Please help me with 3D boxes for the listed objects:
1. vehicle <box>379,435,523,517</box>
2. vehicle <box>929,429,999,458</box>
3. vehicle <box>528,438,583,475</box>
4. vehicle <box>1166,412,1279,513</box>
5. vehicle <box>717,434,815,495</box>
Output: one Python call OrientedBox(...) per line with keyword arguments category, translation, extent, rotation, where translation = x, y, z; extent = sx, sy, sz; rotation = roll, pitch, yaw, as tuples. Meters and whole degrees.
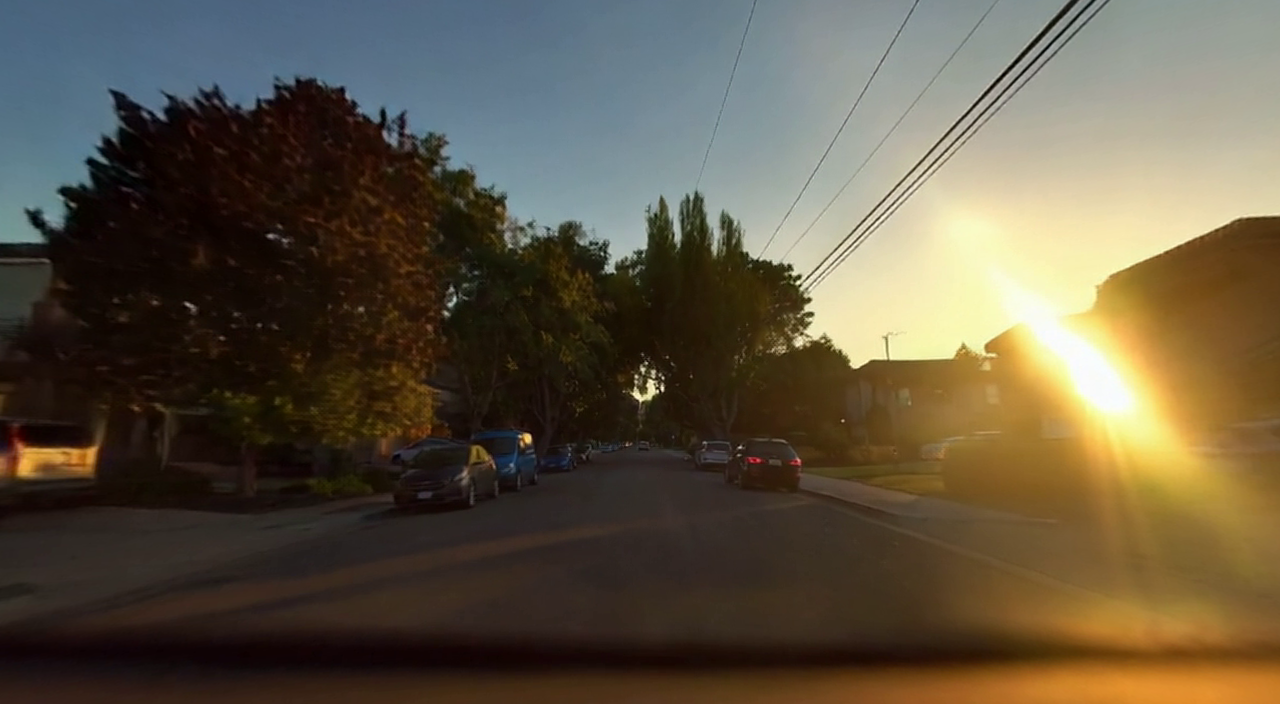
OrientedBox(category="vehicle", translation=(-4.560, 3.002, 16.112), extent=(2.116, 1.659, 4.832), rotation=(-3, -7, 1))
OrientedBox(category="vehicle", translation=(19.459, 5.535, 38.181), extent=(2.086, 1.658, 4.154), rotation=(0, -8, 2))
OrientedBox(category="vehicle", translation=(-4.299, 5.395, 32.820), extent=(2.157, 1.736, 4.104), rotation=(-1, -9, 1))
OrientedBox(category="vehicle", translation=(12.429, 1.775, 10.791), extent=(4.872, 1.521, 2.229), rotation=(-2, -6, -1))
OrientedBox(category="vehicle", translation=(4.137, 3.808, 21.899), extent=(2.152, 1.810, 5.846), rotation=(0, -8, 0))
